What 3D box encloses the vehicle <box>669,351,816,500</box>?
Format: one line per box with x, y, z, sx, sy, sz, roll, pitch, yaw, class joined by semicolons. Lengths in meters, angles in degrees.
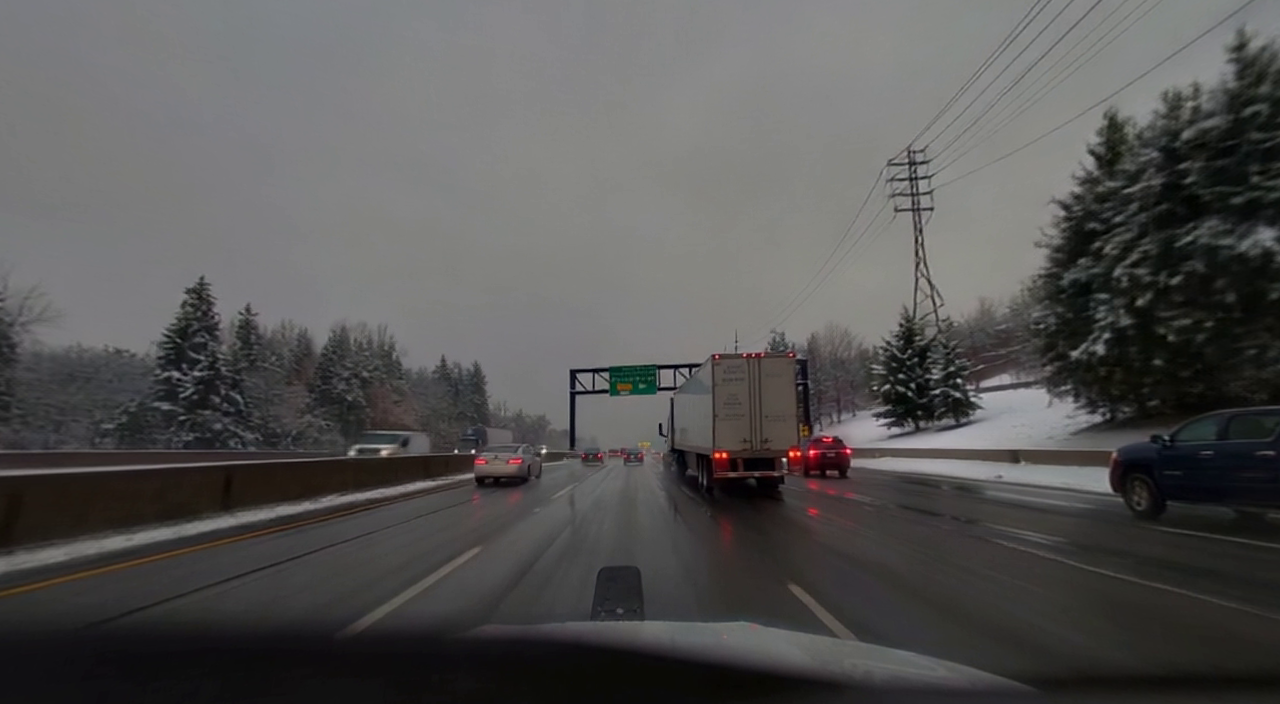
3.170;3.180;25.452;2.907;4.109;16.177;0;-8;-1;vehicle

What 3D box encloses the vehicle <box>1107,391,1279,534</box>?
10.861;1.711;9.814;2.420;2.141;5.994;0;-8;-2;vehicle

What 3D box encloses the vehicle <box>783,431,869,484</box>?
7.506;4.294;25.954;2.079;1.938;4.630;0;-8;0;vehicle

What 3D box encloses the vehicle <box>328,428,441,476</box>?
-11.146;4.420;28.146;2.558;1.904;6.041;0;-8;0;vehicle

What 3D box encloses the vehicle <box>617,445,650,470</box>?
-0.408;6.866;41.185;2.047;1.485;3.938;0;-8;0;vehicle

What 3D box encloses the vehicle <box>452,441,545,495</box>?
-4.279;3.545;19.642;1.968;1.507;3.829;0;-8;1;vehicle
